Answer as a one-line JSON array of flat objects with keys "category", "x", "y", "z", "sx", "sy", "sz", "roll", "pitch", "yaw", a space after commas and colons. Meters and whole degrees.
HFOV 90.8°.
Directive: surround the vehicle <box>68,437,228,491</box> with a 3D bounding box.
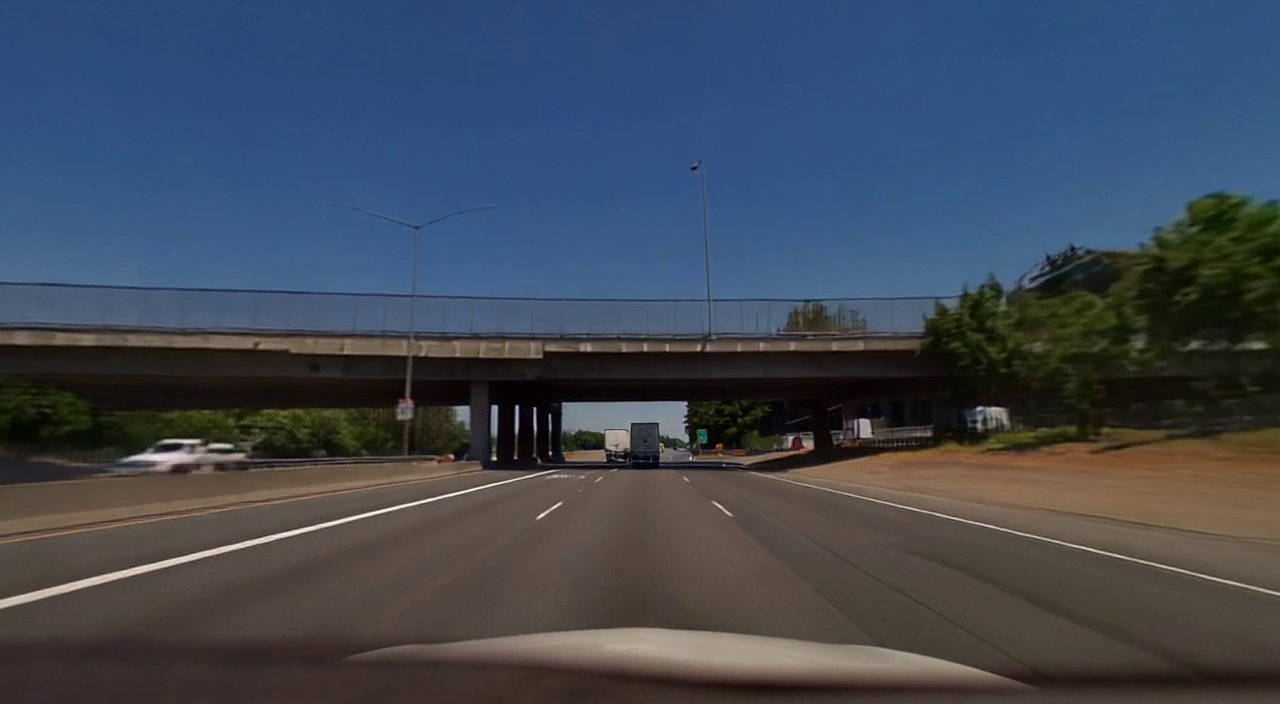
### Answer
[{"category": "vehicle", "x": -22.833, "y": 5.232, "z": 29.779, "sx": 2.376, "sy": 2.238, "sz": 6.235, "roll": -1, "pitch": -9, "yaw": 1}]
